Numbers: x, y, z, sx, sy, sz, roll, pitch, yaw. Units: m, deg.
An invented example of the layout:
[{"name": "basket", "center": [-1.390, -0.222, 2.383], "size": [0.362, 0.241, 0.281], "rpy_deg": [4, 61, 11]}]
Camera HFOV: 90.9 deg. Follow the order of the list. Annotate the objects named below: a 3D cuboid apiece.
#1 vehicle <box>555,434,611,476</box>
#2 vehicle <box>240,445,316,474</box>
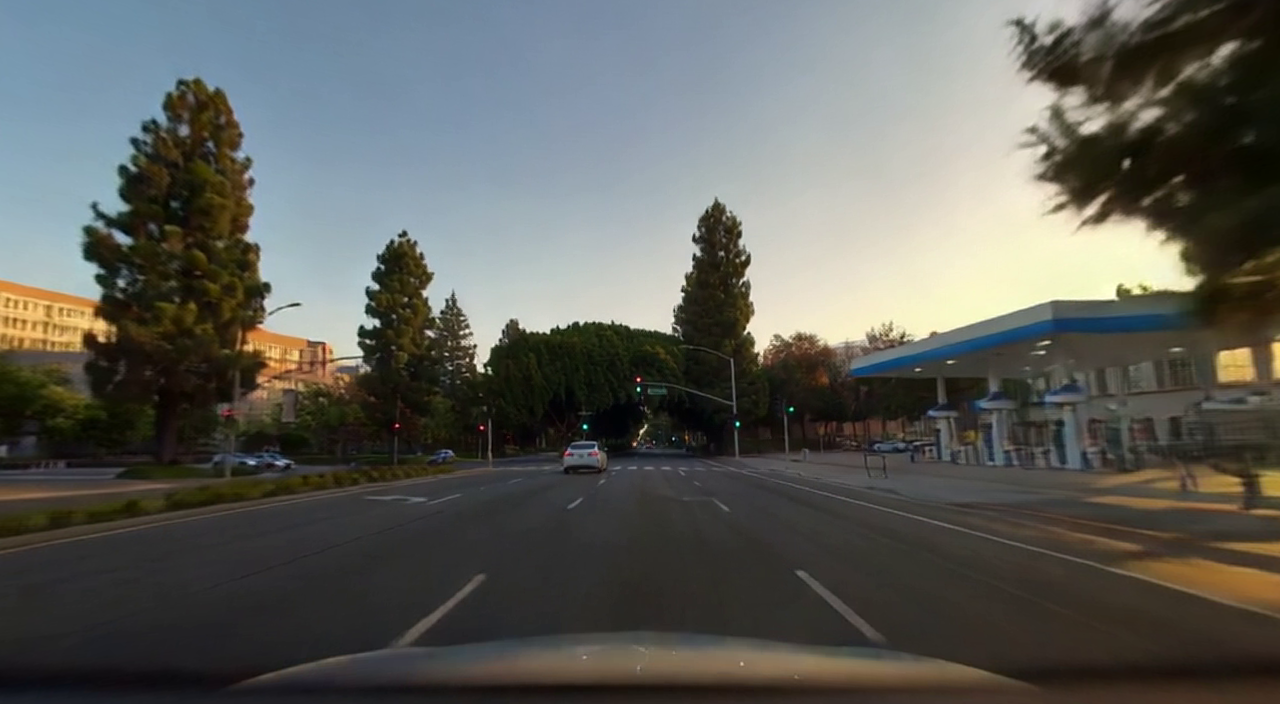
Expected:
[{"name": "vehicle", "center": [-2.518, 4.703, 28.946], "size": [2.011, 1.756, 4.478], "rpy_deg": [0, -9, 2]}, {"name": "vehicle", "center": [-27.814, 8.271, 48.554], "size": [4.597, 1.952, 2.040], "rpy_deg": [-3, -7, -1]}]
